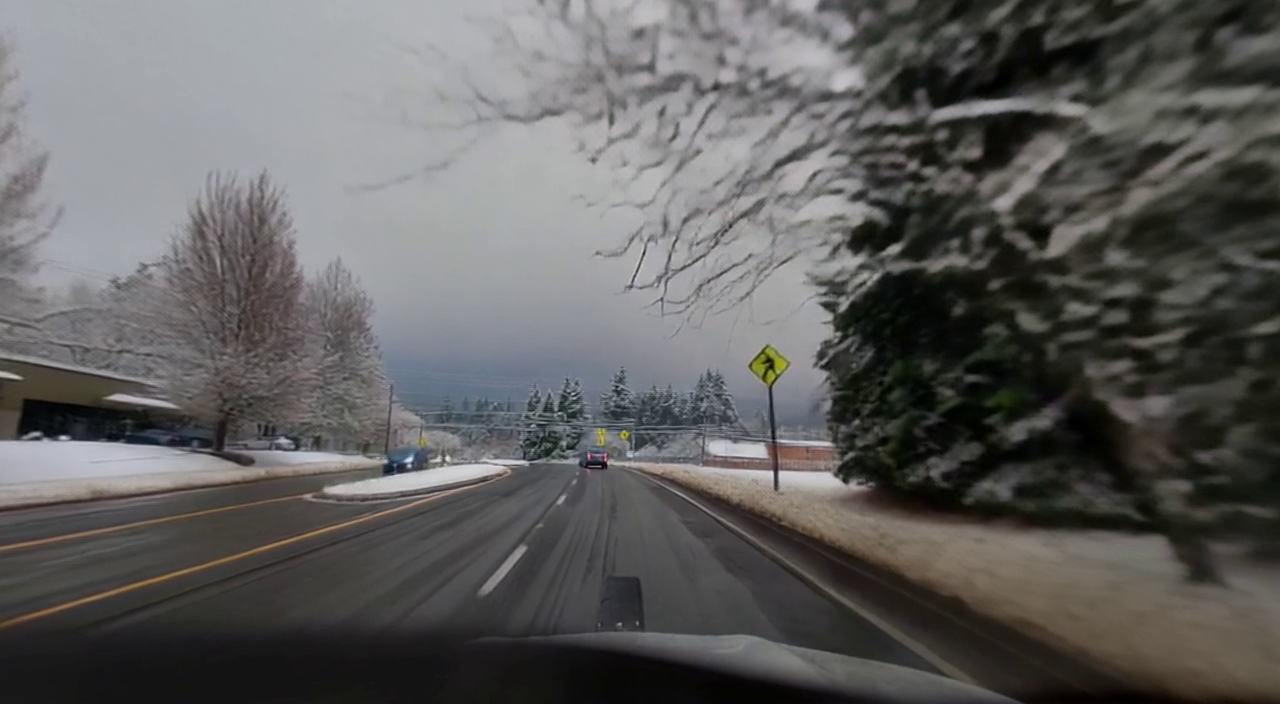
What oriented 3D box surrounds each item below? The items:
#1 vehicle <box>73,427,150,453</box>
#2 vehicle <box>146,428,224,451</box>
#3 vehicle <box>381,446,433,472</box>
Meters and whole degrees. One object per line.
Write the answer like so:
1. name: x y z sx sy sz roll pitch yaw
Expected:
1. vehicle: -35.945 6.003 42.979 4.083 1.464 1.747 -2 -16 15
2. vehicle: -34.847 6.738 48.457 4.506 1.654 2.239 -2 -10 11
3. vehicle: -14.279 6.573 38.951 1.793 1.486 4.048 0 -9 -2
